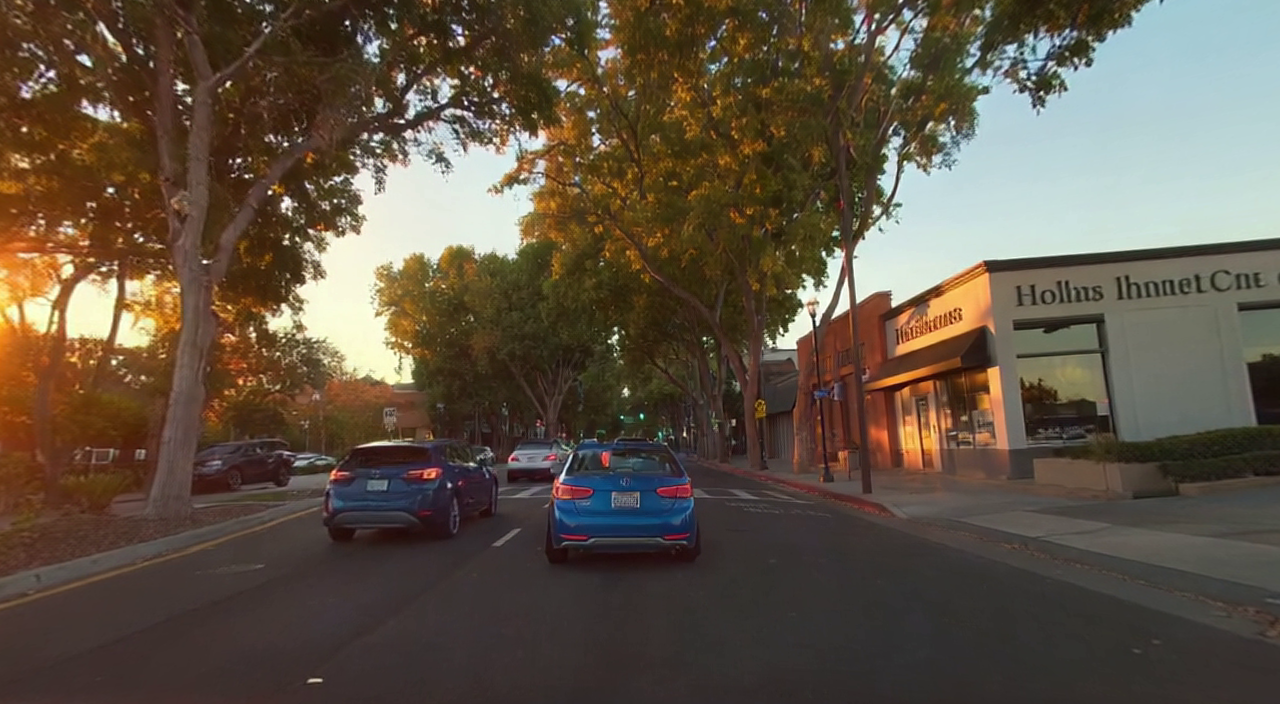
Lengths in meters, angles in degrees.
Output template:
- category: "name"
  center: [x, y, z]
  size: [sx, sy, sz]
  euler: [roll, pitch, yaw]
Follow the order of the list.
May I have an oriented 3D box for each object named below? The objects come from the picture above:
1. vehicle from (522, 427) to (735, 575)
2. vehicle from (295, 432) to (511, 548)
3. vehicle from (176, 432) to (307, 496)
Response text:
- category: "vehicle"
  center: [-0.110, 1.824, 8.499]
  size: [2.160, 1.482, 4.037]
  euler: [0, -9, 0]
- category: "vehicle"
  center: [-3.463, 2.087, 10.174]
  size: [1.905, 1.473, 4.016]
  euler: [0, -9, 0]
- category: "vehicle"
  center: [-19.156, 5.371, 30.806]
  size: [2.286, 2.777, 5.926]
  euler: [-1, -9, 2]
